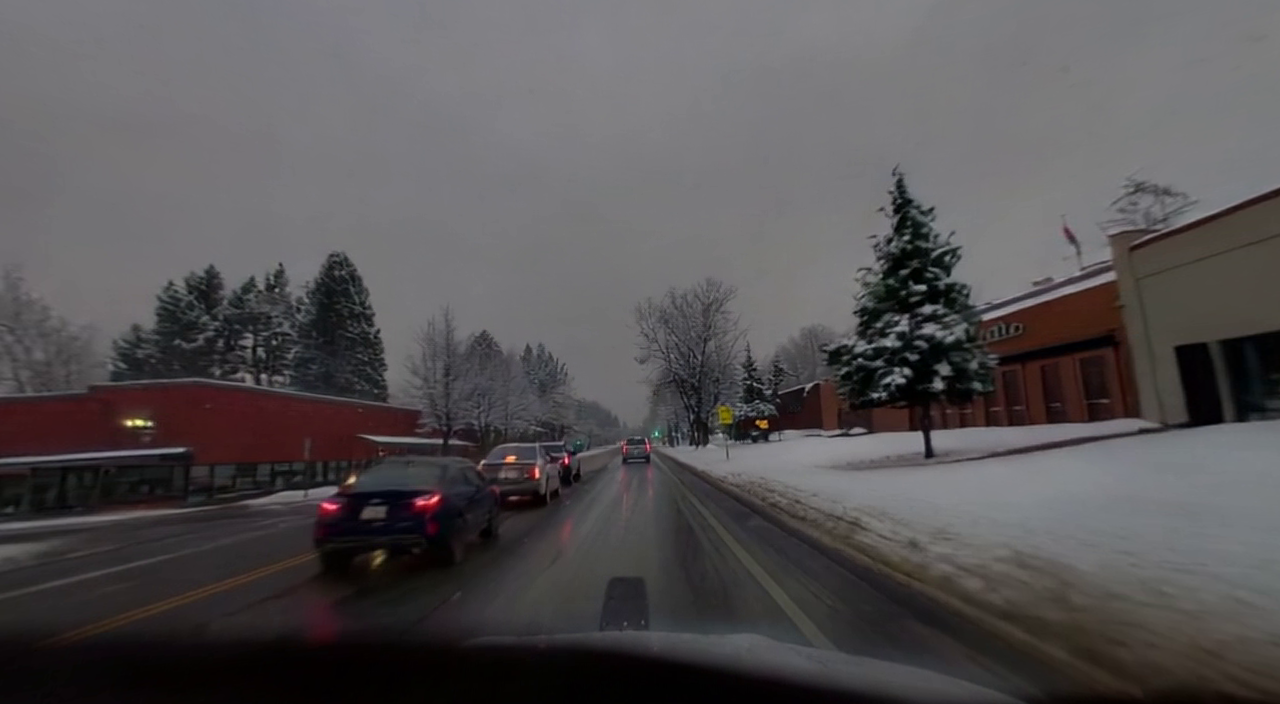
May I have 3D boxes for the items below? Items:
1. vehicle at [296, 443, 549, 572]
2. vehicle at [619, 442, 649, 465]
[{"bbox_3d":[-2.786,2.101,9.444,2.099,1.424,4.609,0,-8,1],"label":"vehicle"},{"bbox_3d":[-0.473,7.077,44.191,2.020,1.478,3.922,0,-8,-2],"label":"vehicle"}]
